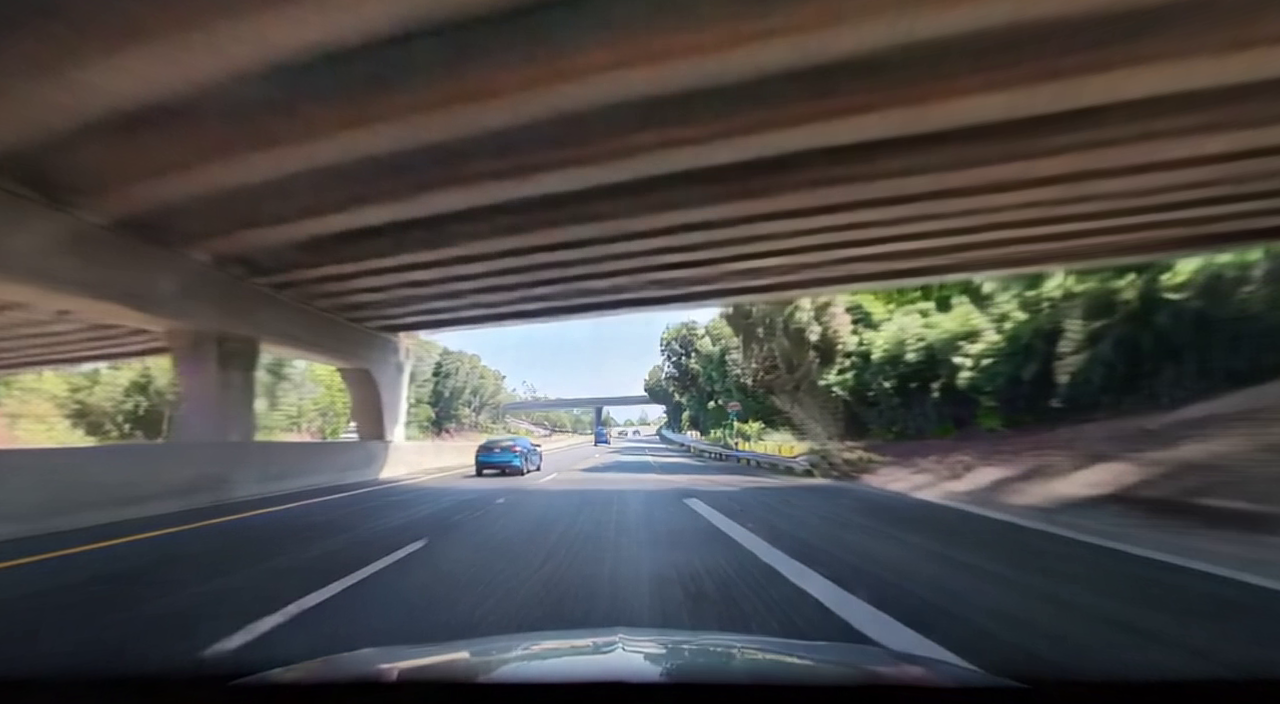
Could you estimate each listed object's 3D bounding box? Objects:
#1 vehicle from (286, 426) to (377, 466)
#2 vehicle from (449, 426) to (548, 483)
[{"bbox_3d":[-13.653,4.178,28.190,1.945,1.625,4.197,0,-8,0],"label":"vehicle"},{"bbox_3d":[-4.361,3.223,20.265,2.086,1.624,4.607,0,-8,0],"label":"vehicle"}]
